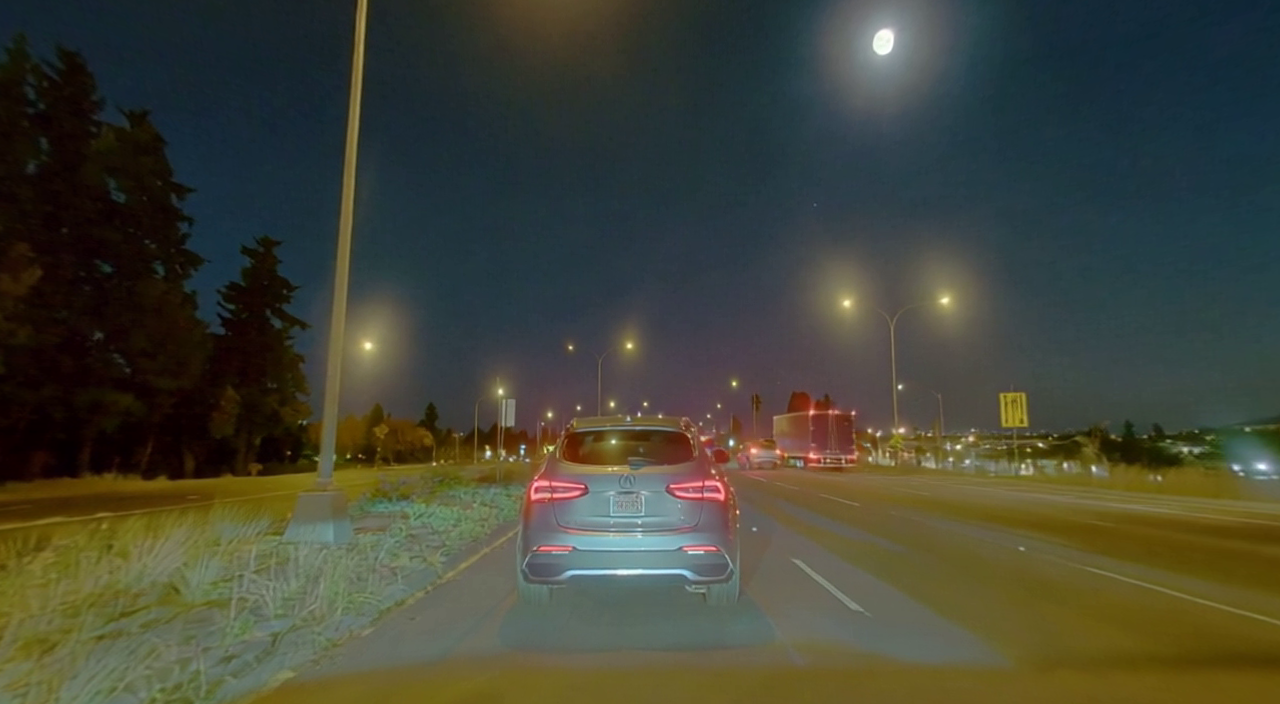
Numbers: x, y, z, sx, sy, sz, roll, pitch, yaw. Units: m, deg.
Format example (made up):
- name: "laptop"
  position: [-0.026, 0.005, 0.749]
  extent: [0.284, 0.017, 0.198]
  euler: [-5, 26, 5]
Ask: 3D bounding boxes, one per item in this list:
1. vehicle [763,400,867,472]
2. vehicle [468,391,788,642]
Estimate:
- name: "vehicle"
  position: [10.846, 5.519, 40.612]
  extent: [3.025, 3.993, 11.243]
  euler: [0, -8, -2]
- name: "vehicle"
  position: [-0.108, 1.418, 6.385]
  extent: [2.172, 1.694, 4.055]
  euler: [0, -8, -1]
